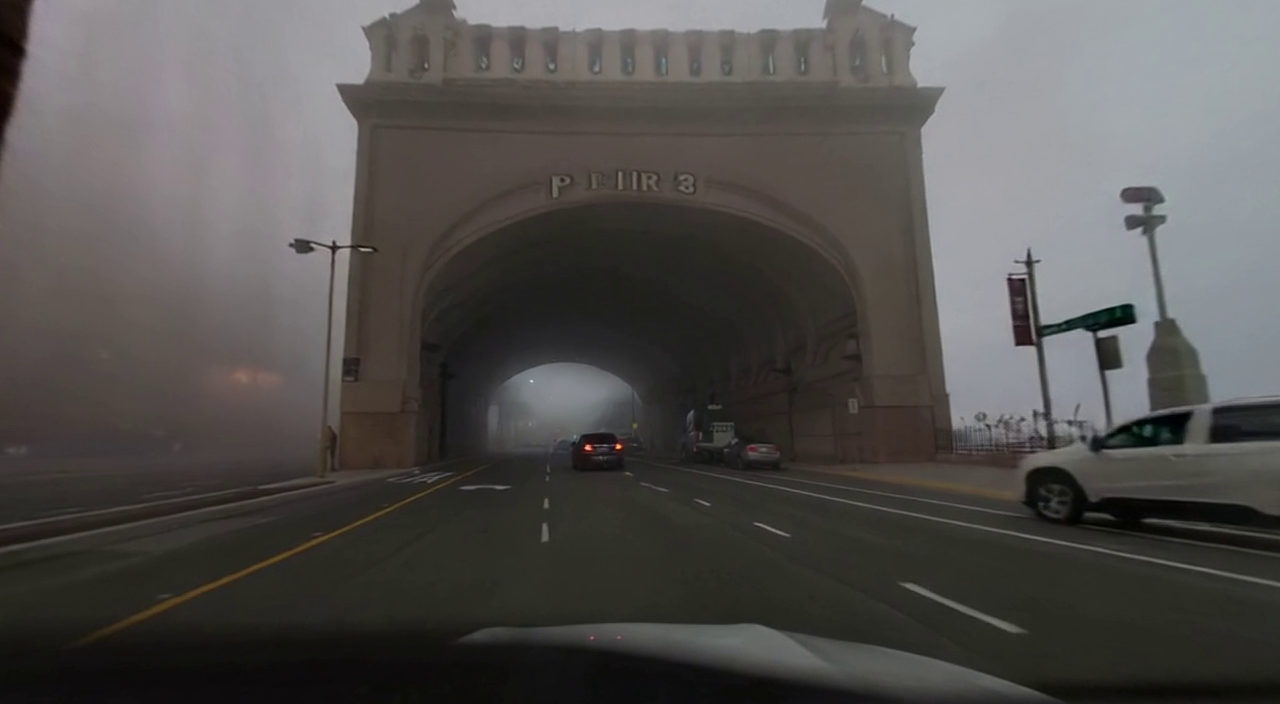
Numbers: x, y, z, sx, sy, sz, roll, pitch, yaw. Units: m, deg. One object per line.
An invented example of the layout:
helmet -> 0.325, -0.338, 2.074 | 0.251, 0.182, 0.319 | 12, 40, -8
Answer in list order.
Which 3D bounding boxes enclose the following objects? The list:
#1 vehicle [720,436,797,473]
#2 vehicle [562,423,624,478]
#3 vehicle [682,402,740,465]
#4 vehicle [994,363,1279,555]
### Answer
vehicle -> 5.057, 4.470, 27.768 | 2.015, 1.486, 4.501 | 1, -9, -7
vehicle -> -2.139, 4.130, 26.768 | 2.284, 2.010, 6.670 | 1, -9, -7
vehicle -> 4.053, 4.789, 36.923 | 2.821, 3.470, 3.590 | 0, -9, -1
vehicle -> 7.858, 1.389, 8.431 | 2.417, 2.030, 5.711 | 1, -9, -7
